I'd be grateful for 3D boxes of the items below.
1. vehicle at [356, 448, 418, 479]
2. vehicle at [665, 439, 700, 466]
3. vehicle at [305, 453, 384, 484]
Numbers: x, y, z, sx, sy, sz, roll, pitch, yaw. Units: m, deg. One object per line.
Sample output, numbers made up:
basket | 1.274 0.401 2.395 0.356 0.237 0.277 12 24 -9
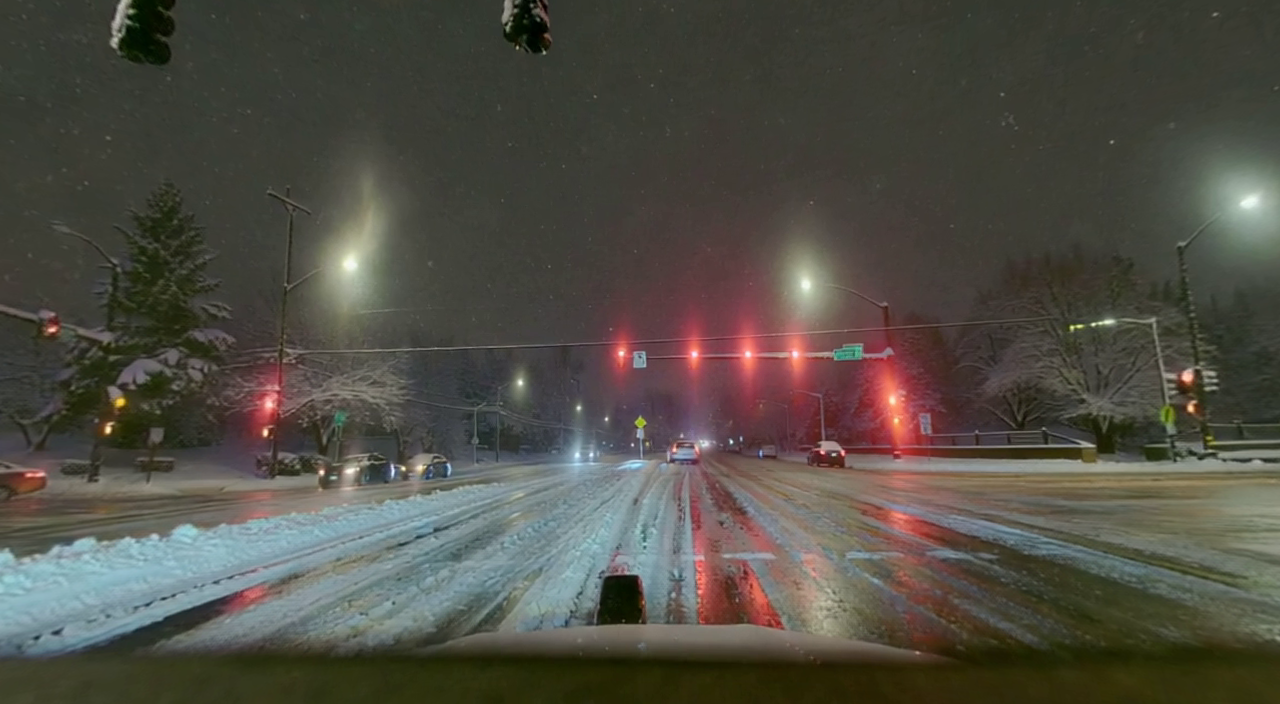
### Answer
vehicle | -16.183 7.107 40.444 1.960 1.819 5.018 0 -9 -1
vehicle | 3.143 7.573 47.315 2.258 1.888 4.793 0 -9 0
vehicle | -16.092 6.364 34.494 2.055 1.506 4.663 0 -9 -1
